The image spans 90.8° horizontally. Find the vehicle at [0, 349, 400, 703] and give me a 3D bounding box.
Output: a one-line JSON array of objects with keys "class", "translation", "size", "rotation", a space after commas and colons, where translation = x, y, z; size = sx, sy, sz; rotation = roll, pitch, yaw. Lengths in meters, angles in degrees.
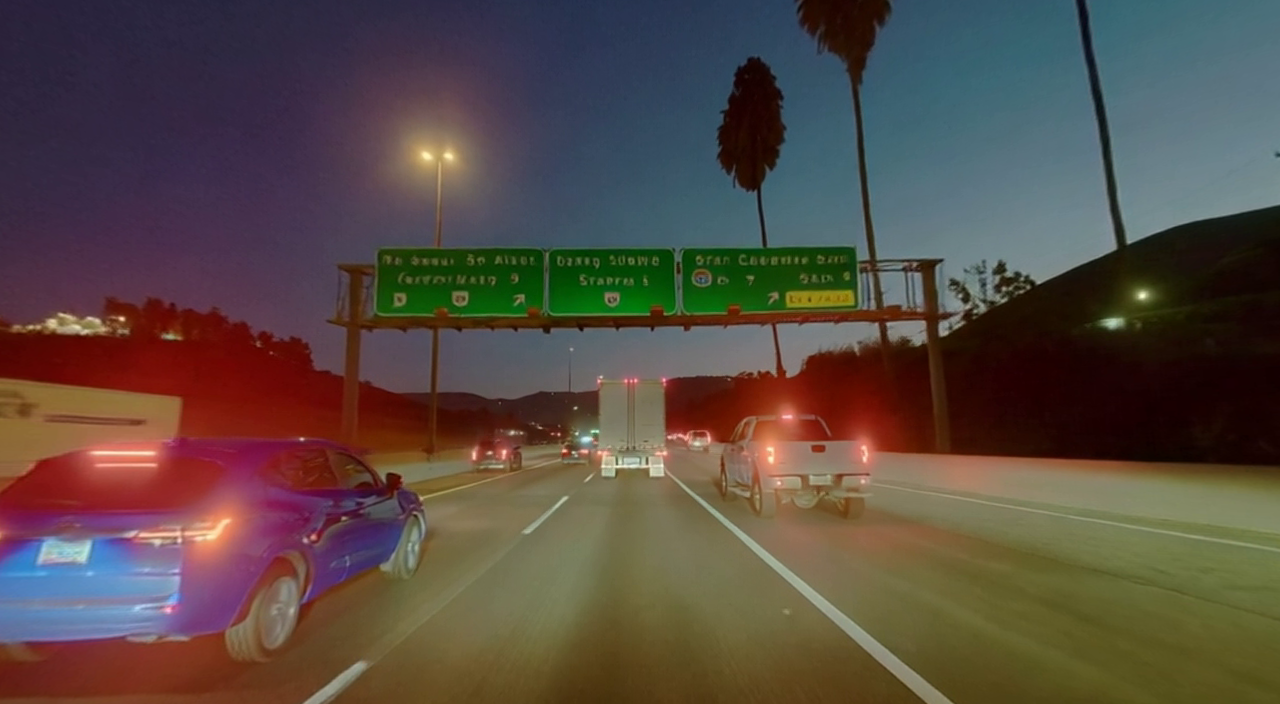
[{"class": "vehicle", "translation": [-3.222, 1.082, 3.889], "size": [1.885, 1.654, 4.103], "rotation": [0, -9, 0]}]

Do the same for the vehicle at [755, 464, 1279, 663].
[{"class": "vehicle", "translation": [3.086, 1.777, 6.653], "size": [2.635, 1.036, 5.568], "rotation": [0, -9, -1]}]

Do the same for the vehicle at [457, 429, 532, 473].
[{"class": "vehicle", "translation": [-7.004, 4.881, 31.194], "size": [2.344, 1.954, 5.579], "rotation": [0, -9, 0]}]

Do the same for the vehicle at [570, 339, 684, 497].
[{"class": "vehicle", "translation": [-0.264, 2.477, 21.602], "size": [2.906, 4.040, 10.743], "rotation": [0, -9, 1]}]
